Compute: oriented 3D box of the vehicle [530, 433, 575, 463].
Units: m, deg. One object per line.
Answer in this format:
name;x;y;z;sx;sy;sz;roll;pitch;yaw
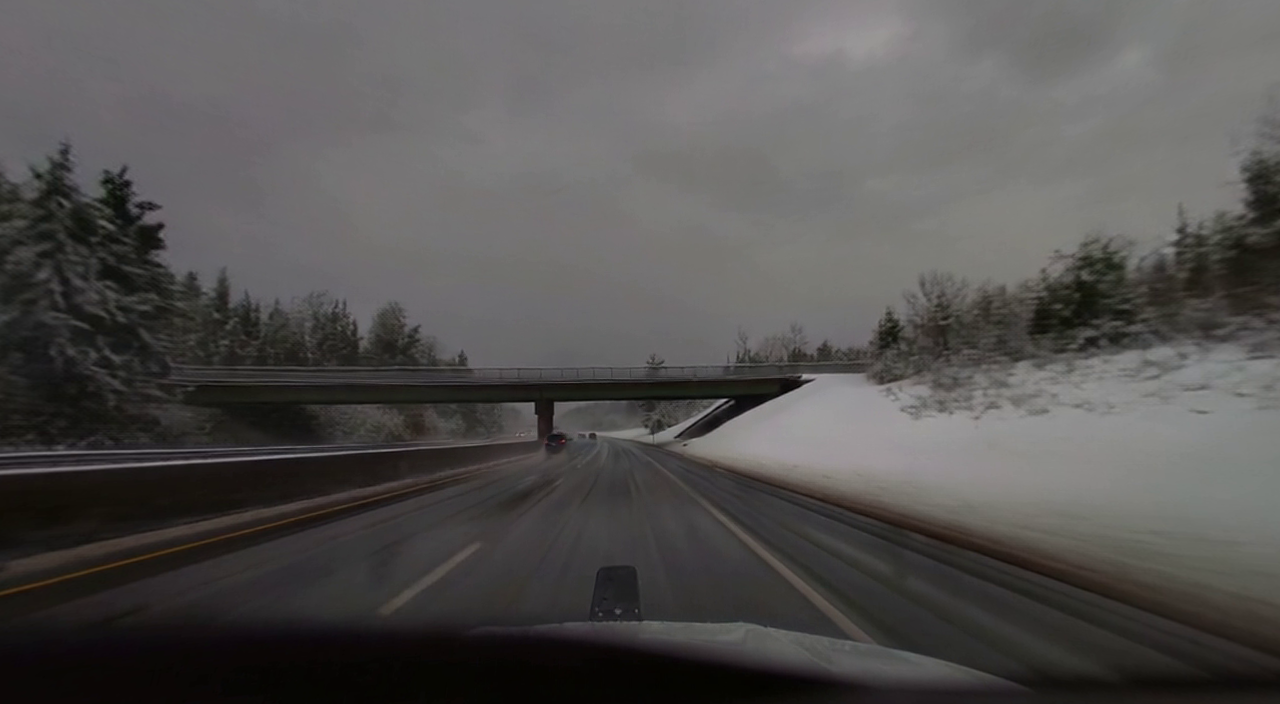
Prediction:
vehicle;-4.785;5.276;34.842;2.005;1.509;4.260;0;-8;-1
